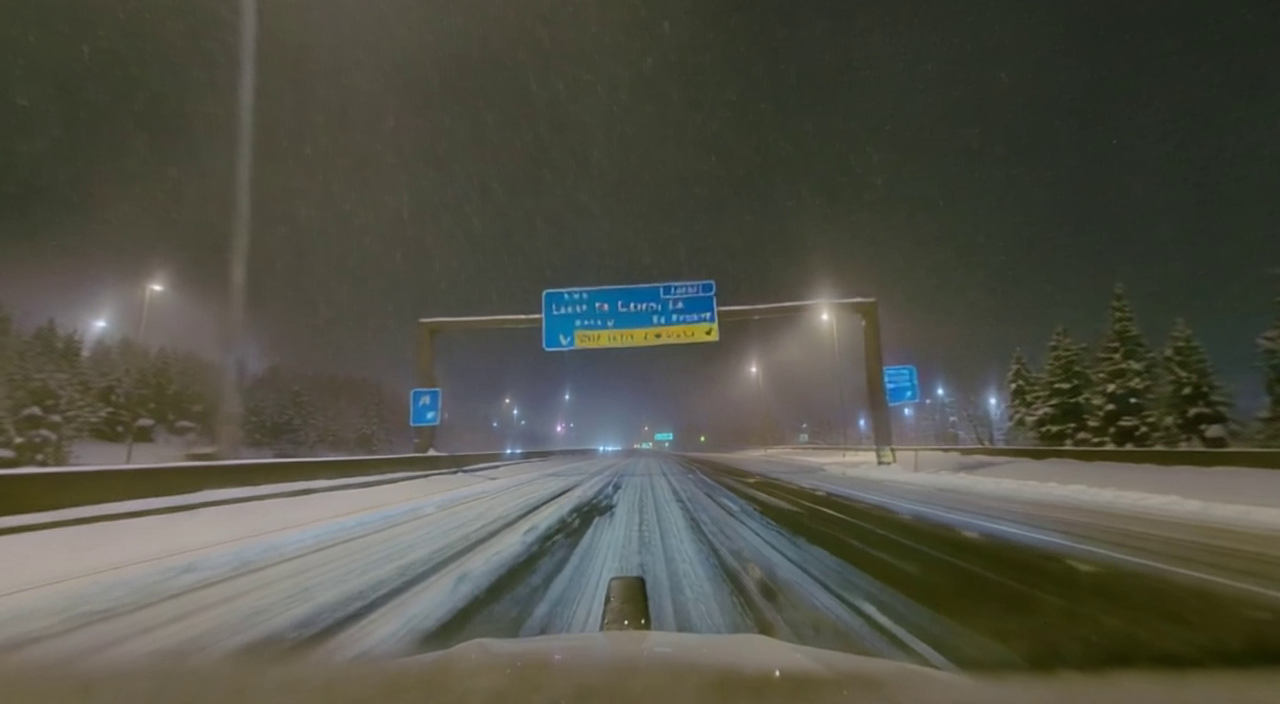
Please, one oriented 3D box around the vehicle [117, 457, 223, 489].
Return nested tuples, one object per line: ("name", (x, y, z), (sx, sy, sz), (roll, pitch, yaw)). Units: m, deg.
("vehicle", (-25.286, 6.501, 34.156), (1.963, 1.500, 4.793), (-1, -8, 1))
